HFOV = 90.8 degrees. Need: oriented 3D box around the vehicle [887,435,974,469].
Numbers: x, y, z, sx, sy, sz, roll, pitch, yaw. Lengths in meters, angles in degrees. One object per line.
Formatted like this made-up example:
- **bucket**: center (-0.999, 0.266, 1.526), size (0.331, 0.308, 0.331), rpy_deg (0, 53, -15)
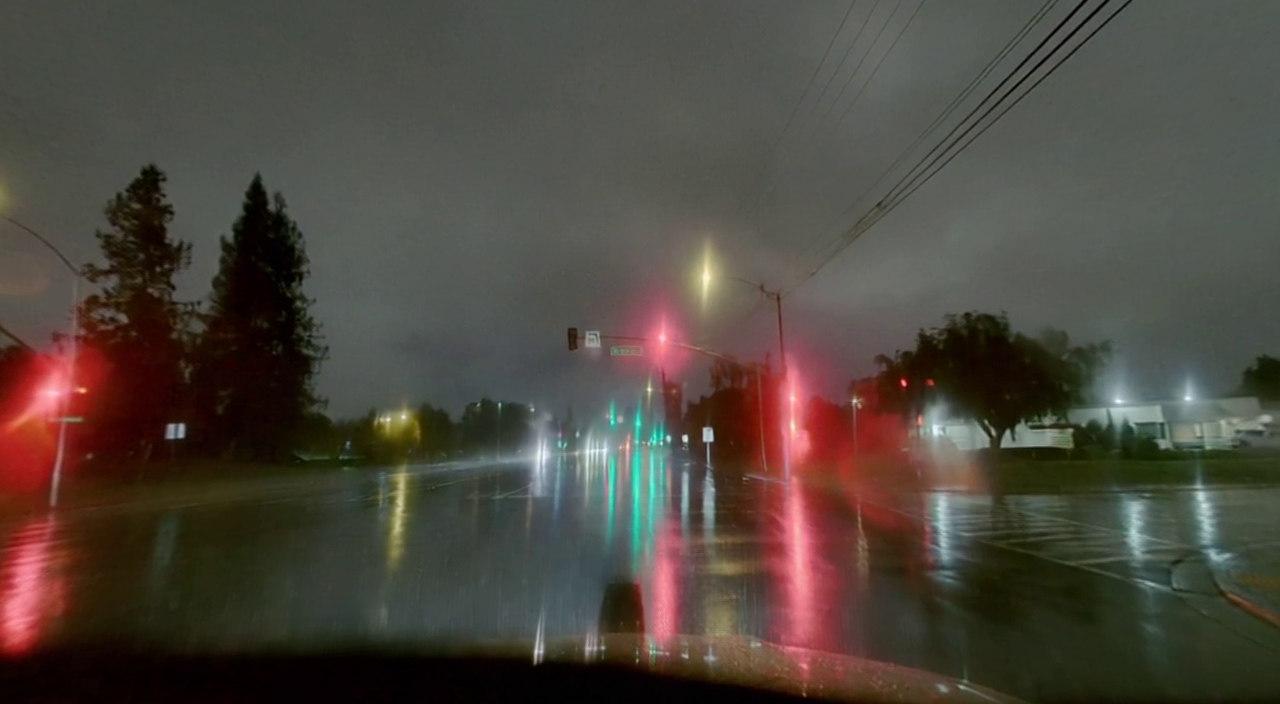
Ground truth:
- **vehicle**: center (14.966, 5.206, 32.856), size (1.959, 1.471, 4.570), rpy_deg (-4, -8, -5)
